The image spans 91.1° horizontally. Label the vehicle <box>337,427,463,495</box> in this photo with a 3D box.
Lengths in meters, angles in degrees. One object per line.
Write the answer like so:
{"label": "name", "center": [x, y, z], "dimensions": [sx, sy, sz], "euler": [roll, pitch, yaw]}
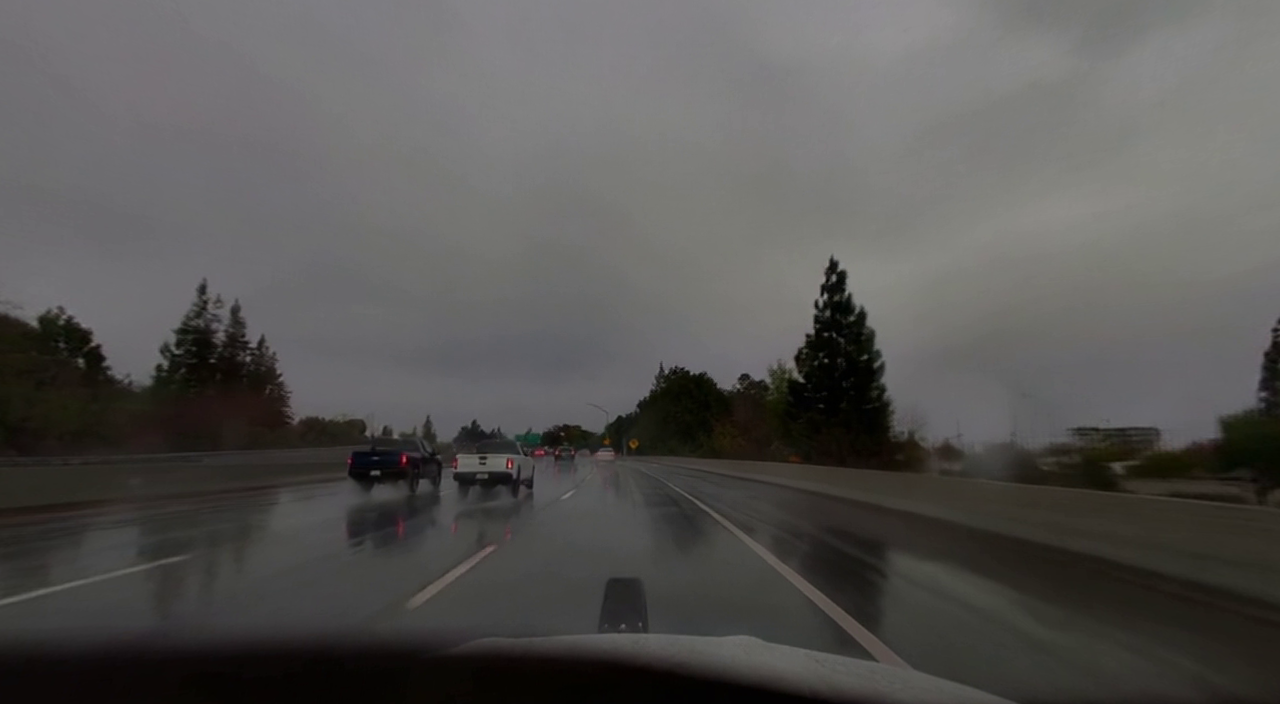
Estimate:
{"label": "vehicle", "center": [-7.744, 3.570, 20.981], "dimensions": [2.160, 1.949, 5.293], "euler": [0, -9, -1]}

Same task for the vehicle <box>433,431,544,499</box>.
{"label": "vehicle", "center": [-4.379, 3.354, 19.085], "dimensions": [2.142, 1.789, 5.009], "euler": [0, -9, -1]}
